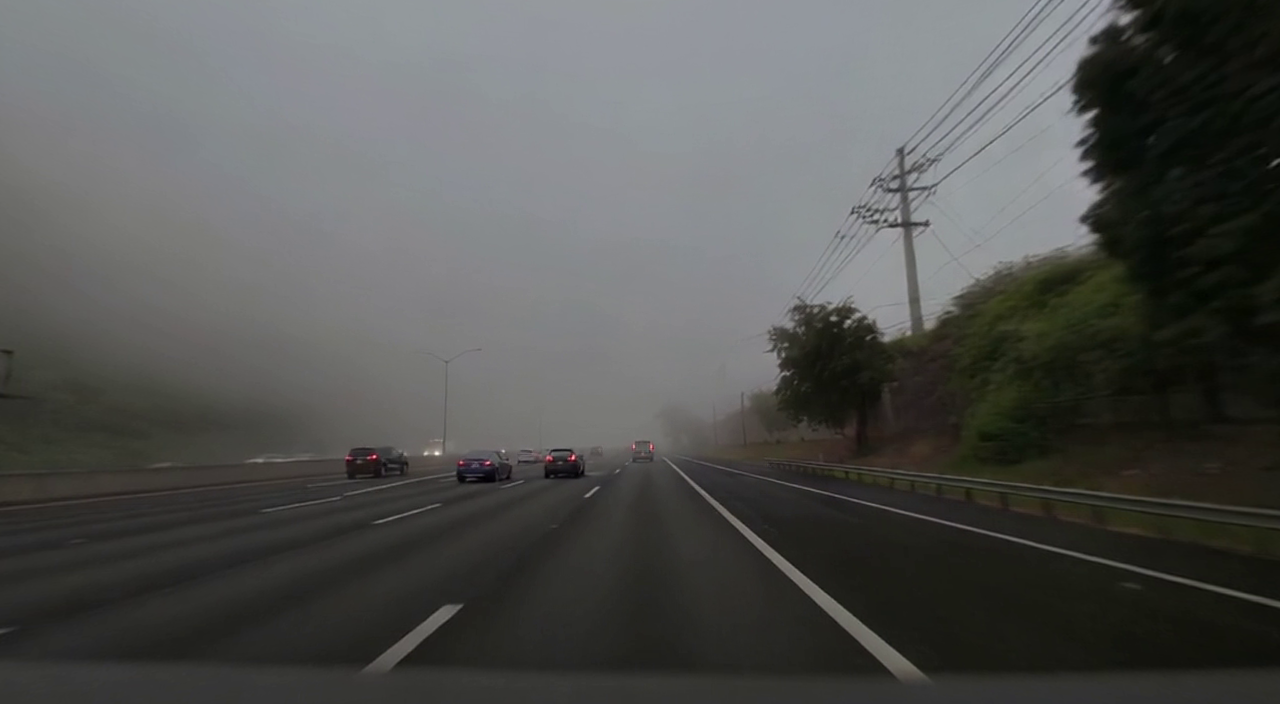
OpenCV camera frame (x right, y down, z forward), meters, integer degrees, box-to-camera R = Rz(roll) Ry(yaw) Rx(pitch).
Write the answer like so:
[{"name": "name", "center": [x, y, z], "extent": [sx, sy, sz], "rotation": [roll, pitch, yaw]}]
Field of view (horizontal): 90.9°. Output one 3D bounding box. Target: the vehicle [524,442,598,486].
[{"name": "vehicle", "center": [-2.787, 4.093, 23.283], "extent": [2.064, 1.446, 4.409], "rotation": [0, -9, 2]}]

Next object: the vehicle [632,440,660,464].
[{"name": "vehicle", "center": [0.409, 7.779, 49.171], "extent": [2.001, 1.732, 4.823], "rotation": [0, -9, -1]}]

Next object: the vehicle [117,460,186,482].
[{"name": "vehicle", "center": [-35.493, 8.627, 45.935], "extent": [1.788, 1.410, 4.013], "rotation": [-1, -9, 1]}]

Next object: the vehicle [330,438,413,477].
[{"name": "vehicle", "center": [-14.240, 5.618, 33.850], "extent": [2.172, 1.946, 5.017], "rotation": [0, -9, 1]}]

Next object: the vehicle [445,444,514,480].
[{"name": "vehicle", "center": [-7.125, 4.903, 28.386], "extent": [1.899, 1.472, 4.202], "rotation": [0, -9, 1]}]
